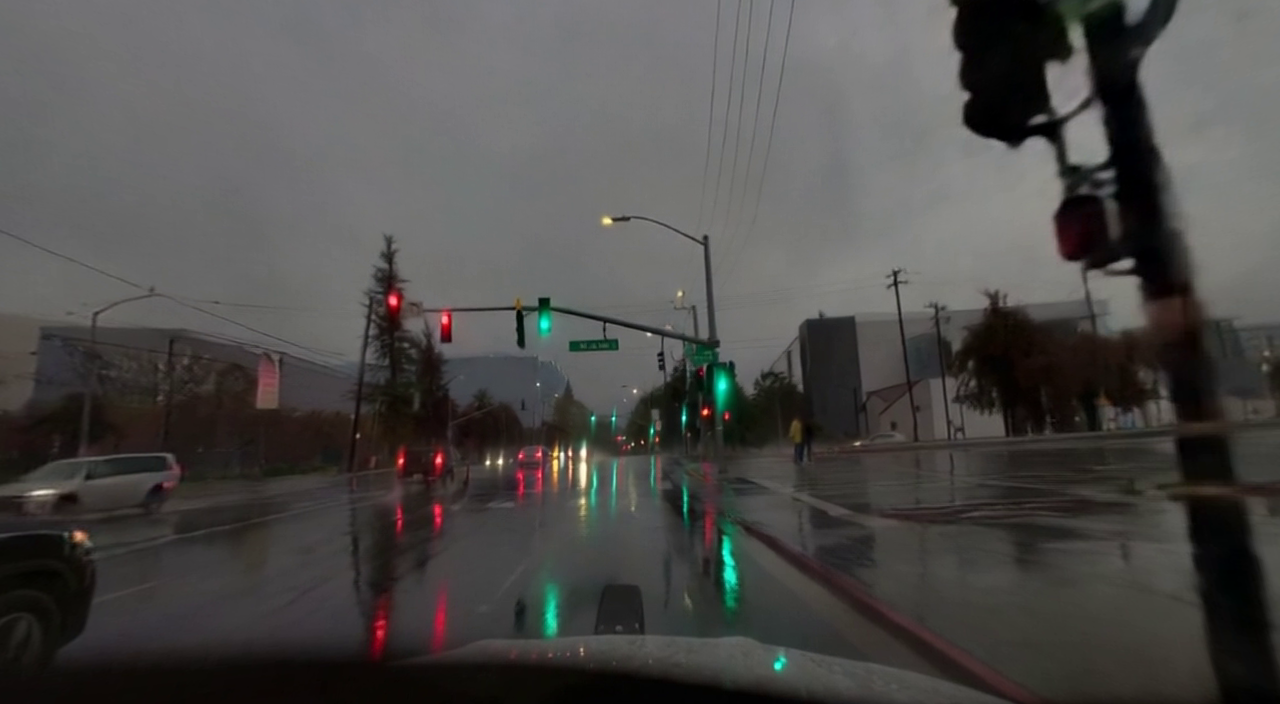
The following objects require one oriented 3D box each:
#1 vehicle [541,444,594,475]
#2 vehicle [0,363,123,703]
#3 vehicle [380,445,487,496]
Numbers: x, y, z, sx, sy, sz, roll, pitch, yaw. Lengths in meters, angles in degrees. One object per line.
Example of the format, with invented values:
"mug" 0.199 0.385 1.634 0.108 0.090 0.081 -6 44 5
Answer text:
"vehicle" -3.626 5.472 32.254 2.147 1.472 4.406 0 -9 1
"vehicle" -3.418 0.615 0.558 2.042 1.673 4.516 0 -9 0
"vehicle" -6.586 3.818 20.711 1.960 1.479 4.654 0 -9 0
